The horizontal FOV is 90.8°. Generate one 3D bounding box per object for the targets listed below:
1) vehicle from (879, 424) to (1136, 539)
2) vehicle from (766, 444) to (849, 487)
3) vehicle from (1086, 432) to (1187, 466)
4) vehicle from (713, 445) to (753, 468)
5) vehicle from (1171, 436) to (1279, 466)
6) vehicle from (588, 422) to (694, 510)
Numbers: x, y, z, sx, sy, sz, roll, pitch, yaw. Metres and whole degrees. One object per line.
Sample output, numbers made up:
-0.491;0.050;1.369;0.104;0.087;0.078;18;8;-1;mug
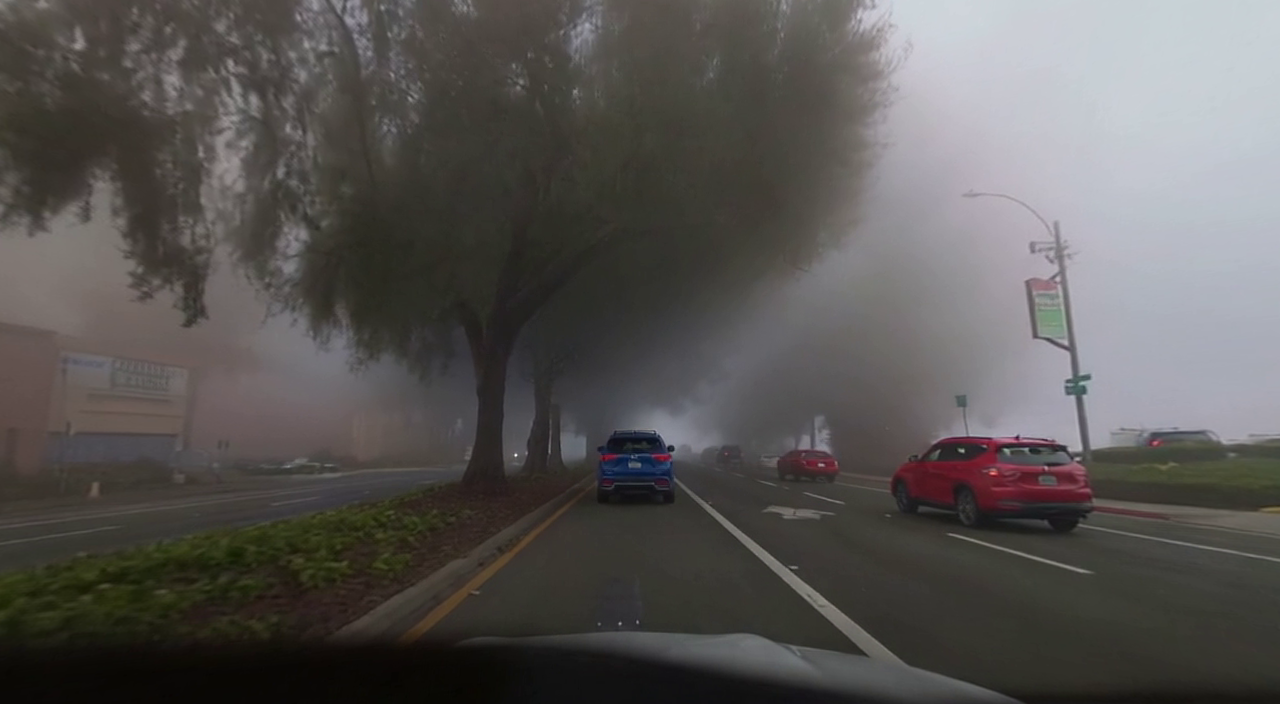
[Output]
6.373;2.279;11.754;2.056;1.703;4.428;0;-9;0;vehicle
6.538;4.478;25.252;2.035;1.553;4.465;0;-9;-1;vehicle
27.841;5.467;35.601;1.967;1.803;4.305;0;-9;-4;vehicle
6.490;7.361;44.540;1.914;1.523;4.287;0;-9;-3;vehicle
33.267;5.590;35.840;1.959;1.580;4.873;0;-9;0;vehicle
0.009;2.797;15.908;2.320;1.880;4.192;0;-9;0;vehicle
